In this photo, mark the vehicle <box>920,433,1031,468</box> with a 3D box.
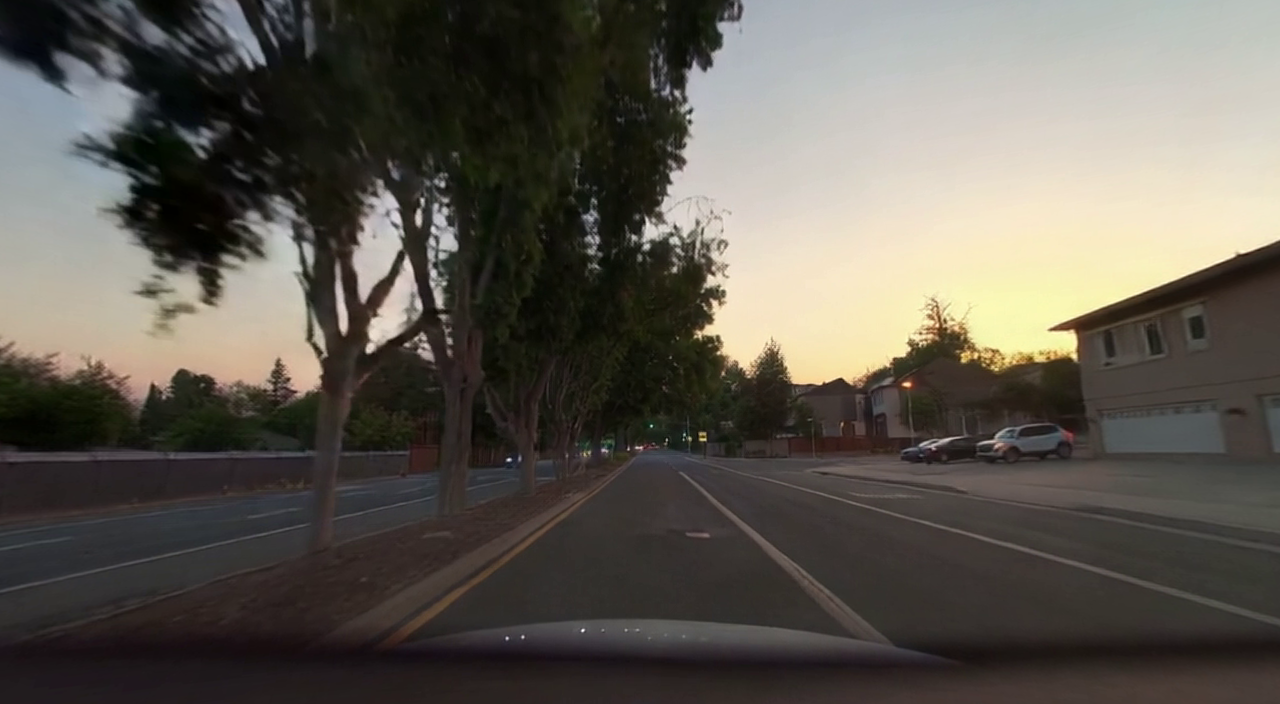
[{"bbox_3d":[18.190,5.344,34.139,4.868,1.768,2.030,0,-8,-3],"label":"vehicle"}]

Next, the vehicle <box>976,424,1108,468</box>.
[{"bbox_3d":[18.385,4.301,28.878,4.611,1.920,2.043,0,-8,-2],"label":"vehicle"}]
